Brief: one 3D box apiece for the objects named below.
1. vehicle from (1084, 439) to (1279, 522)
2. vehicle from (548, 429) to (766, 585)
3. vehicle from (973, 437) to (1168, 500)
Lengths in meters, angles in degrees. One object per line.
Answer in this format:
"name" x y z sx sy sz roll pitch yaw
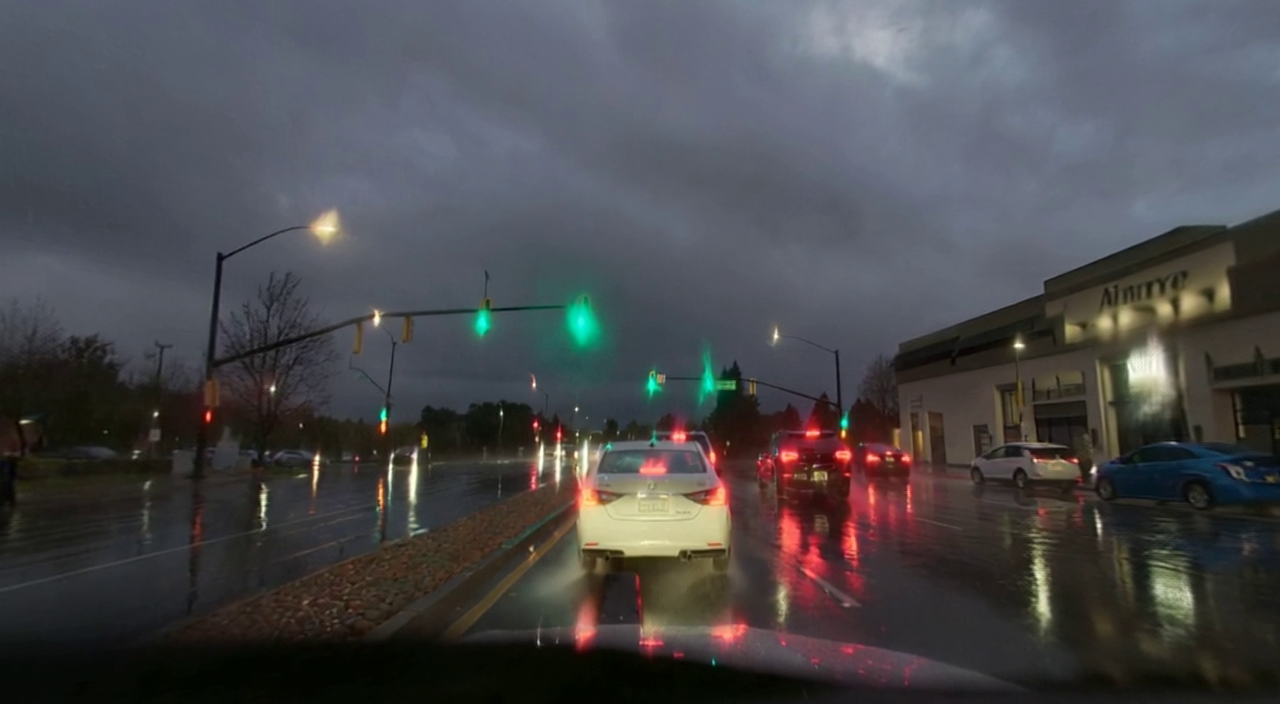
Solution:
"vehicle" 14.178 3.109 15.916 2.235 1.721 5.230 0 -9 1
"vehicle" 0.134 1.807 8.204 2.067 1.471 4.241 0 -9 -1
"vehicle" 14.067 3.831 21.315 2.309 1.819 5.793 0 -9 -3
